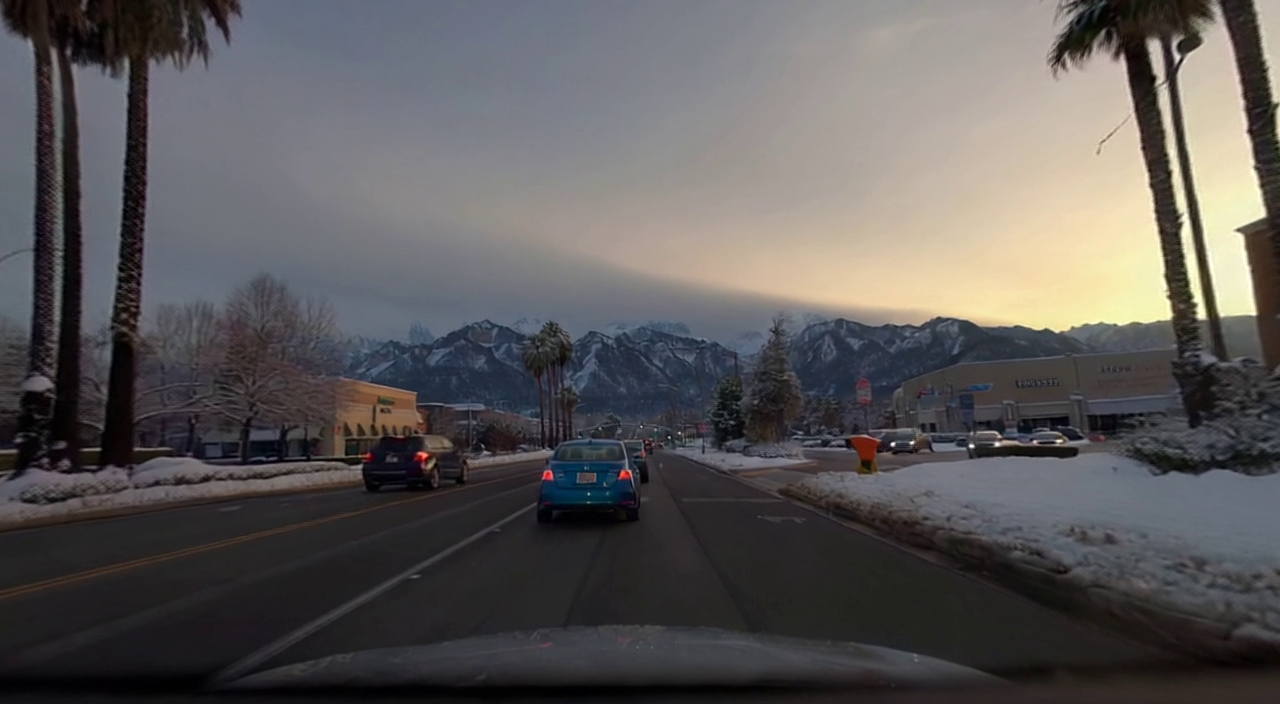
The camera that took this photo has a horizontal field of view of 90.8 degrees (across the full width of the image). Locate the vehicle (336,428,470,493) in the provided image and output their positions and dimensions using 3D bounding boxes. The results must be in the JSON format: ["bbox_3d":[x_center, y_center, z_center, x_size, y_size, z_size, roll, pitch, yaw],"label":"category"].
[{"bbox_3d":[-7.707,3.598,21.334,2.400,1.900,5.325,0,-8,1],"label":"vehicle"}]

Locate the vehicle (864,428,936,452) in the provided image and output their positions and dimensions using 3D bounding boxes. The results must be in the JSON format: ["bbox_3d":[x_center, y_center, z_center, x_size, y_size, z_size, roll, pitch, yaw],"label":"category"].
[{"bbox_3d":[19.079,6.509,46.542,1.925,1.652,4.490,6,-10,-35],"label":"vehicle"}]

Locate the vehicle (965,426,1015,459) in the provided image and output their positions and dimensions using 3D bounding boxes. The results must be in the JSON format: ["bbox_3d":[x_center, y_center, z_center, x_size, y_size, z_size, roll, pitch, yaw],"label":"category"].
[{"bbox_3d":[17.348,4.503,31.336,1.961,1.526,4.640,-5,-10,29],"label":"vehicle"}]

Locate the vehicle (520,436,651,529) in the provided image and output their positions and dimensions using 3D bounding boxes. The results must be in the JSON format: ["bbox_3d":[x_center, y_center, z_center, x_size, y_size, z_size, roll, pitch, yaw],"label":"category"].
[{"bbox_3d":[-0.960,2.360,12.047,2.067,1.459,3.886,0,-8,-3],"label":"vehicle"}]
